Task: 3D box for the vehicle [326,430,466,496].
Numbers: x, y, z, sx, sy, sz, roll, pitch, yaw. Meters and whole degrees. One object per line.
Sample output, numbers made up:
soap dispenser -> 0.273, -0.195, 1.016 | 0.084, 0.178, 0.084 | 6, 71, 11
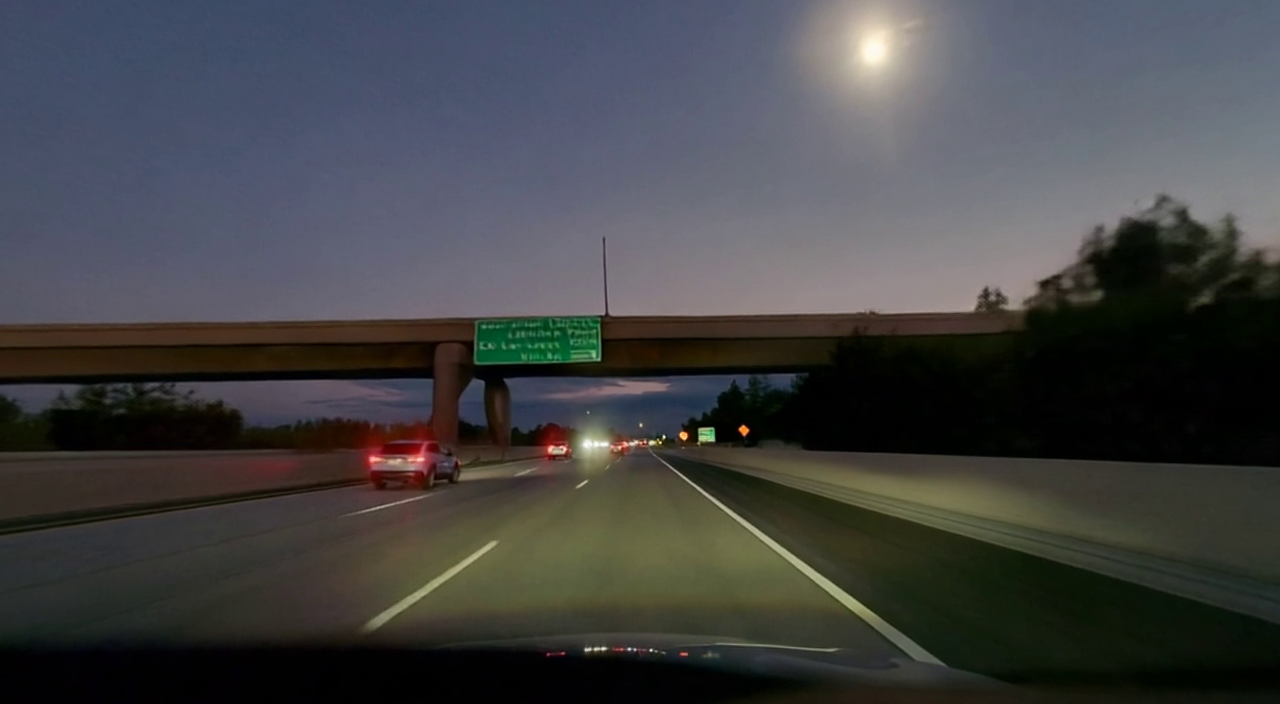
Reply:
vehicle -> -7.107, 3.286, 19.117 | 2.169, 1.701, 5.113 | 0, -8, 0
